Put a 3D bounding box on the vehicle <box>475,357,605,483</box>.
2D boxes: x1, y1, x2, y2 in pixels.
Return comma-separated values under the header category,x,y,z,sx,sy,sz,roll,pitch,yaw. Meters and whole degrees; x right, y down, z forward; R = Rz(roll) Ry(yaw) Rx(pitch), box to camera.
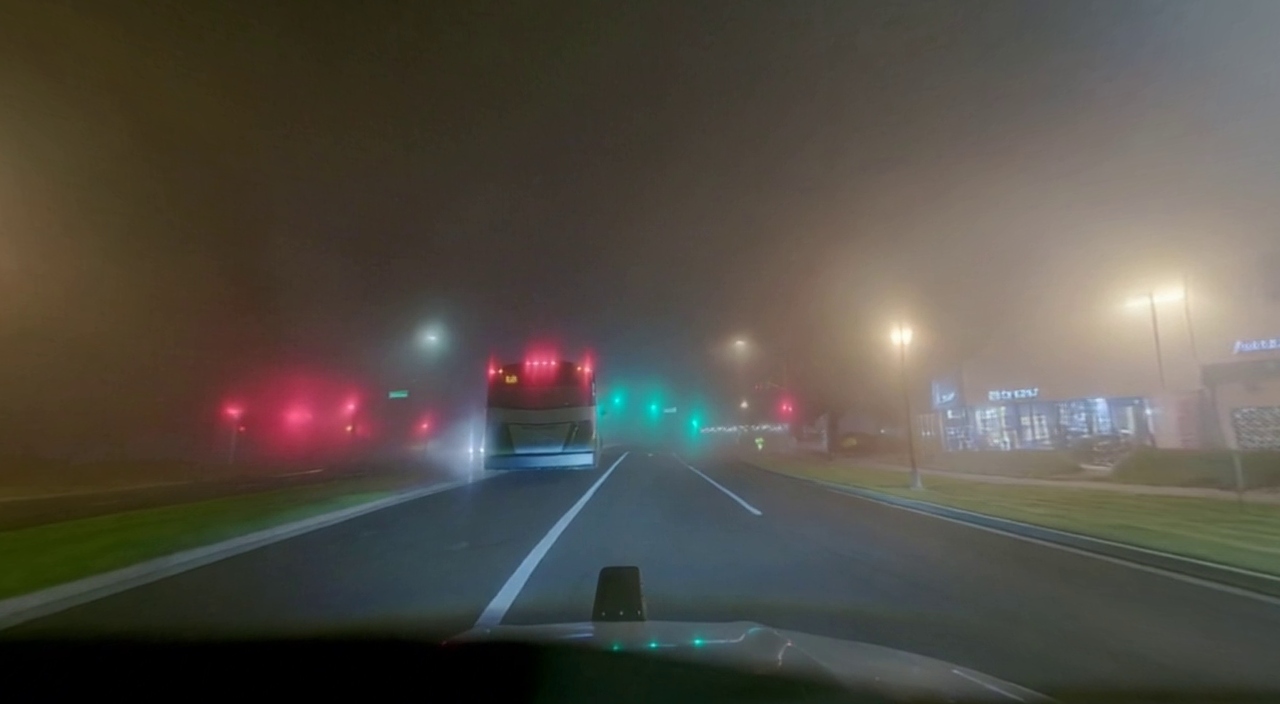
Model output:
category,x,y,z,sx,sy,sz,roll,pitch,yaw
vehicle,-3.026,2.660,22.696,3.031,3.429,11.005,0,-9,-1
